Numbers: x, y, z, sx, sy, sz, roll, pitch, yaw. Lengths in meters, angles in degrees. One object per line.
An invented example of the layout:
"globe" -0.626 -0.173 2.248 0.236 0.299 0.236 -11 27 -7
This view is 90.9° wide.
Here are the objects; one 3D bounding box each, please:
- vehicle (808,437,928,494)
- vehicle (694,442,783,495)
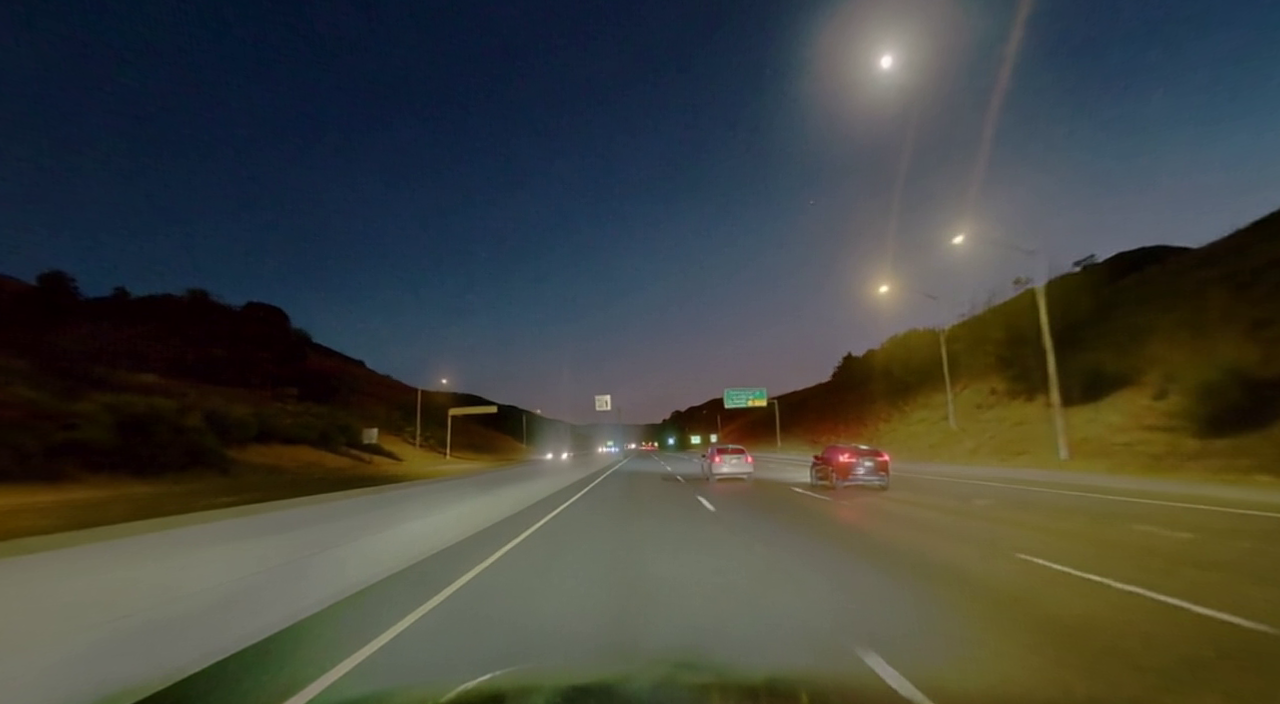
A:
"vehicle" 6.900 3.462 19.696 1.988 1.530 4.777 0 -8 0
"vehicle" 2.906 3.542 19.554 2.044 1.444 4.216 0 -8 -1
